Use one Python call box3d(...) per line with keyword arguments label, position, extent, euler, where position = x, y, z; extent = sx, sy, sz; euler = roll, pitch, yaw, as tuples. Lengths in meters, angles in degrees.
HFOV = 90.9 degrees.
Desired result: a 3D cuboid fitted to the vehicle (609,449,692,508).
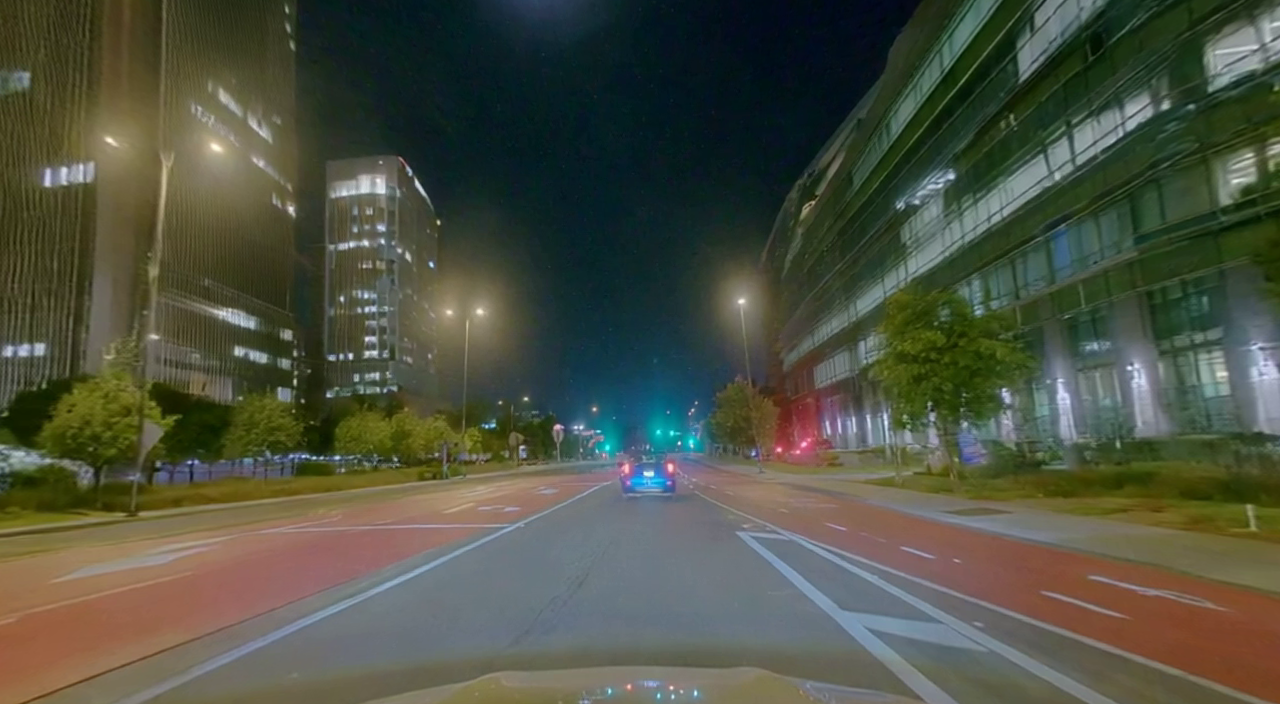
box3d(label="vehicle", position=(0.220, 3.490, 17.833), extent=(2.063, 1.442, 4.135), euler=(0, -9, -1))
